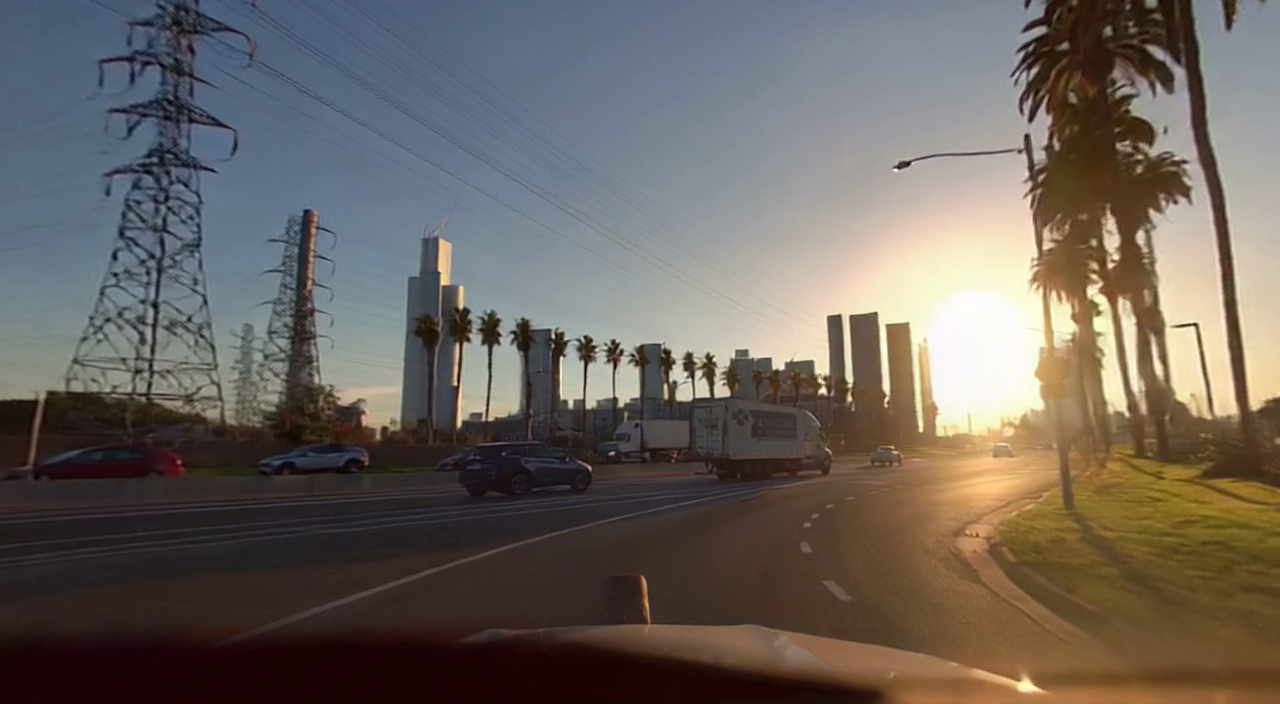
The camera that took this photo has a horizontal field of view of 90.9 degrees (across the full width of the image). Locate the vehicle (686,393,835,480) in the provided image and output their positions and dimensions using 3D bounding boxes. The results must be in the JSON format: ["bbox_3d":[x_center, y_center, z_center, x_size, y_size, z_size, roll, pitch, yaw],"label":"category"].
[{"bbox_3d":[6.932,4.642,34.070,2.903,3.933,11.567,-7,-11,37],"label":"vehicle"}]

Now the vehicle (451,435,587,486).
[{"bbox_3d":[-5.097,4.670,27.597,2.266,1.950,5.866,-6,-11,36],"label":"vehicle"}]

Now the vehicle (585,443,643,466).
[{"bbox_3d":[-1.871,7.633,46.737,1.833,1.578,4.412,-7,-13,37],"label":"vehicle"}]

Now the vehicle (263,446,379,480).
[{"bbox_3d":[-14.799,5.112,29.483,1.792,1.451,4.419,-7,-11,36],"label":"vehicle"}]

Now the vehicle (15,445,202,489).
[{"bbox_3d":[-19.321,4.145,23.177,1.738,1.403,4.855,-6,-11,35],"label":"vehicle"}]
